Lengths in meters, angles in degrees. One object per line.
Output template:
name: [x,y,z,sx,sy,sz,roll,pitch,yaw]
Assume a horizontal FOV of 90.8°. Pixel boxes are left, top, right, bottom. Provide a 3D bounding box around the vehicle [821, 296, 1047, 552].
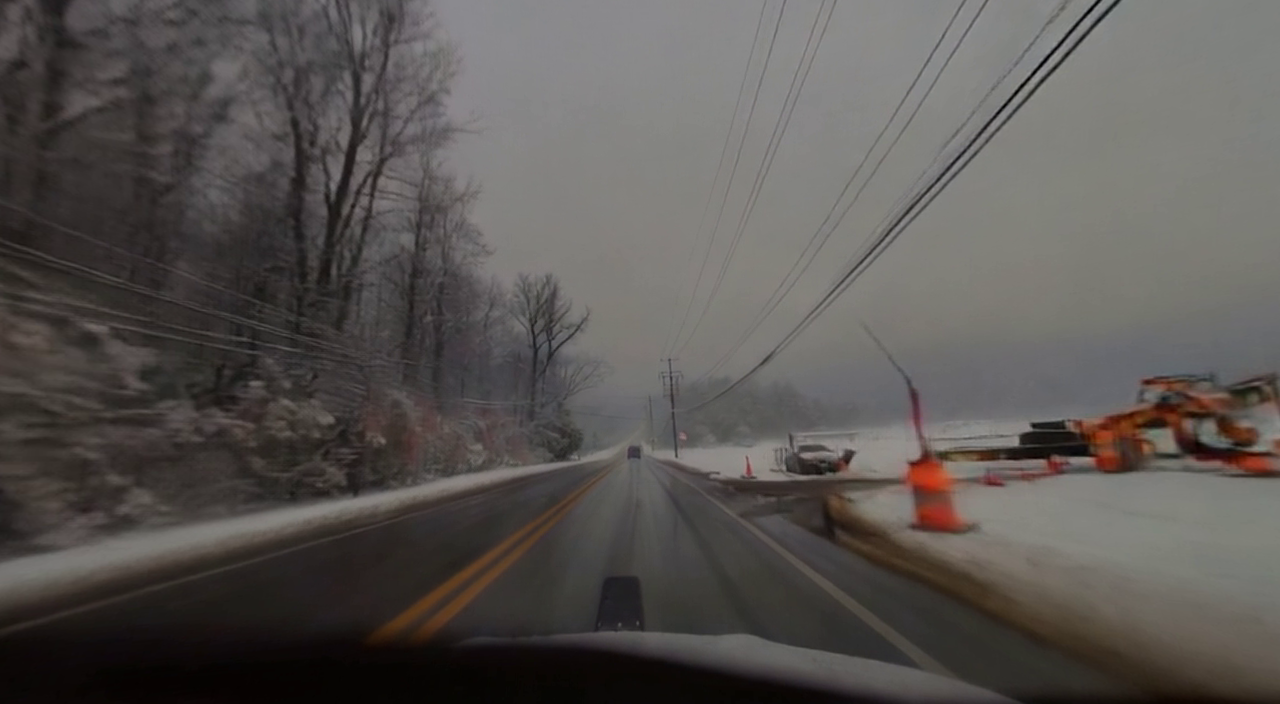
vehicle: [4.109,1.035,9.277,2.374,3.357,1.724,0,-9,4]
